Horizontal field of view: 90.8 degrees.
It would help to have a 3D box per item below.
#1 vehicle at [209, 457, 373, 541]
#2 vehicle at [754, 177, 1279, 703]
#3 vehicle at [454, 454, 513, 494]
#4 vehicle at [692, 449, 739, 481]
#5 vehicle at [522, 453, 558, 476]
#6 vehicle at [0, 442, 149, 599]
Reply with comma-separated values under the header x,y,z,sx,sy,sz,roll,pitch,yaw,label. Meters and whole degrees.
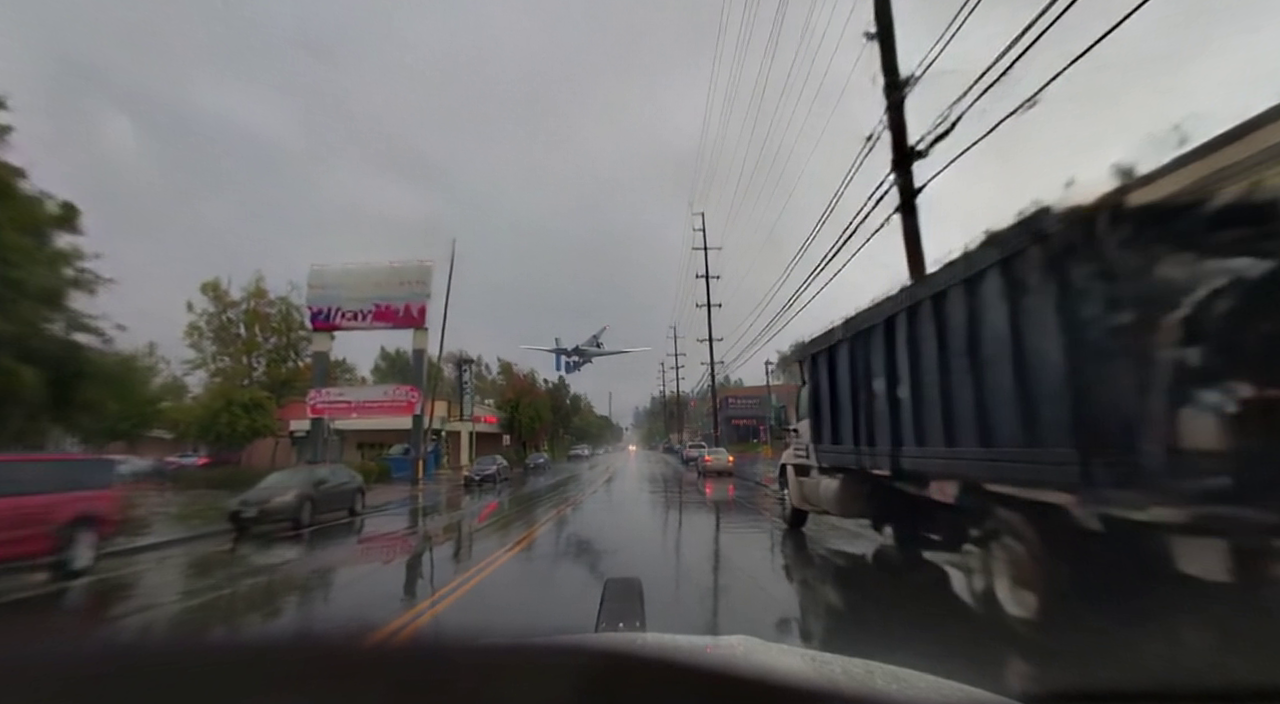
x,y,z,sx,sy,sz,roll,pitch,yaw,label
-7.776,3.256,14.538,1.678,1.468,3.706,-4,-9,0,vehicle
3.935,1.029,7.800,3.011,3.127,8.608,-3,-7,-2,vehicle
-7.538,5.876,30.786,1.787,1.543,4.052,-3,-8,1,vehicle
3.948,6.006,33.834,1.990,1.521,4.693,0,-8,0,vehicle
-7.388,8.304,46.833,1.872,1.455,4.350,-4,-8,0,vehicle
-7.750,1.817,6.611,1.882,1.639,4.187,-3,-9,0,vehicle
